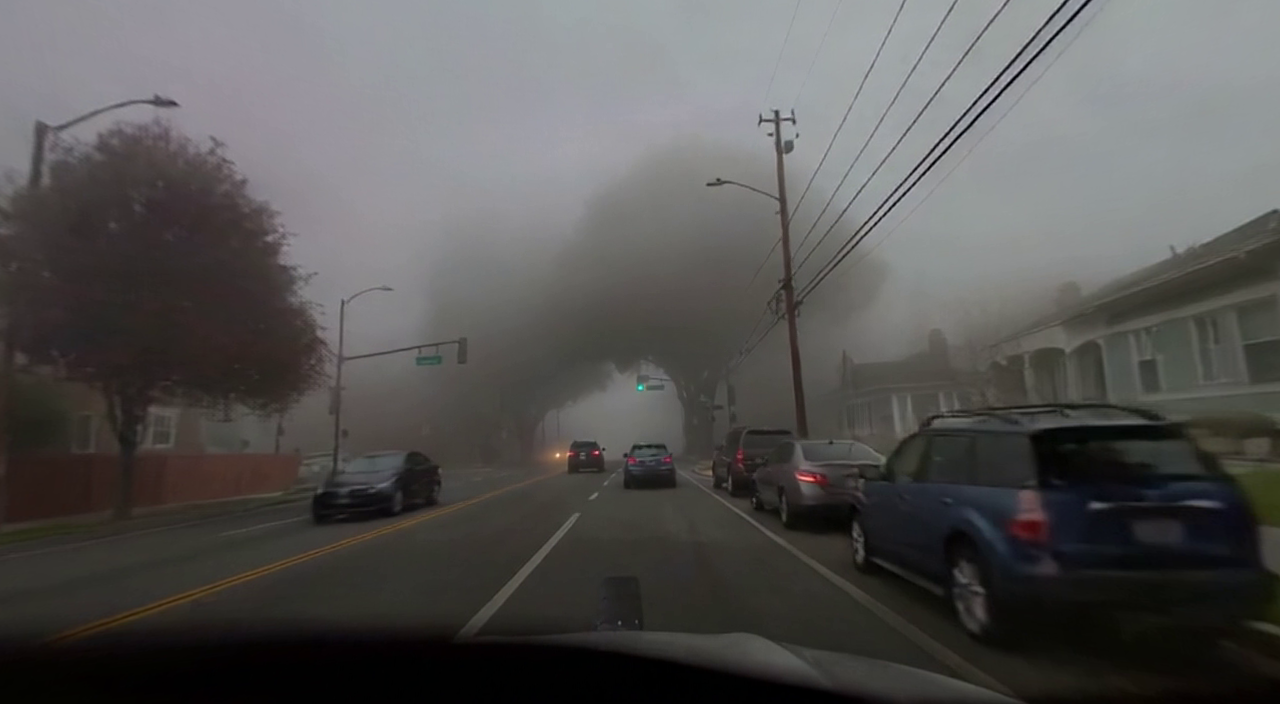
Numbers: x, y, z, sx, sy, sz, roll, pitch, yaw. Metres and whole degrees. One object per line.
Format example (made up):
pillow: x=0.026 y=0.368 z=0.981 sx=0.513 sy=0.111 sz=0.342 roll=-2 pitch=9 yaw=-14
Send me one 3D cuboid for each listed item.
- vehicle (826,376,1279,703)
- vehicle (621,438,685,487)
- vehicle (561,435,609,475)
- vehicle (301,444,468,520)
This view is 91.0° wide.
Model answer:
vehicle: x=3.059 y=1.195 z=4.834 sx=1.905 sy=1.589 sz=4.028 roll=0 pitch=-8 yaw=-2
vehicle: x=0.378 y=3.758 z=21.726 sx=1.998 sy=1.518 sz=4.015 roll=0 pitch=-8 yaw=-1
vehicle: x=-2.625 y=5.071 z=31.137 sx=1.983 sy=1.841 sz=4.013 roll=0 pitch=-8 yaw=0
vehicle: x=-5.865 y=3.003 z=15.218 sx=2.055 sy=1.521 sz=4.639 roll=0 pitch=-8 yaw=1
